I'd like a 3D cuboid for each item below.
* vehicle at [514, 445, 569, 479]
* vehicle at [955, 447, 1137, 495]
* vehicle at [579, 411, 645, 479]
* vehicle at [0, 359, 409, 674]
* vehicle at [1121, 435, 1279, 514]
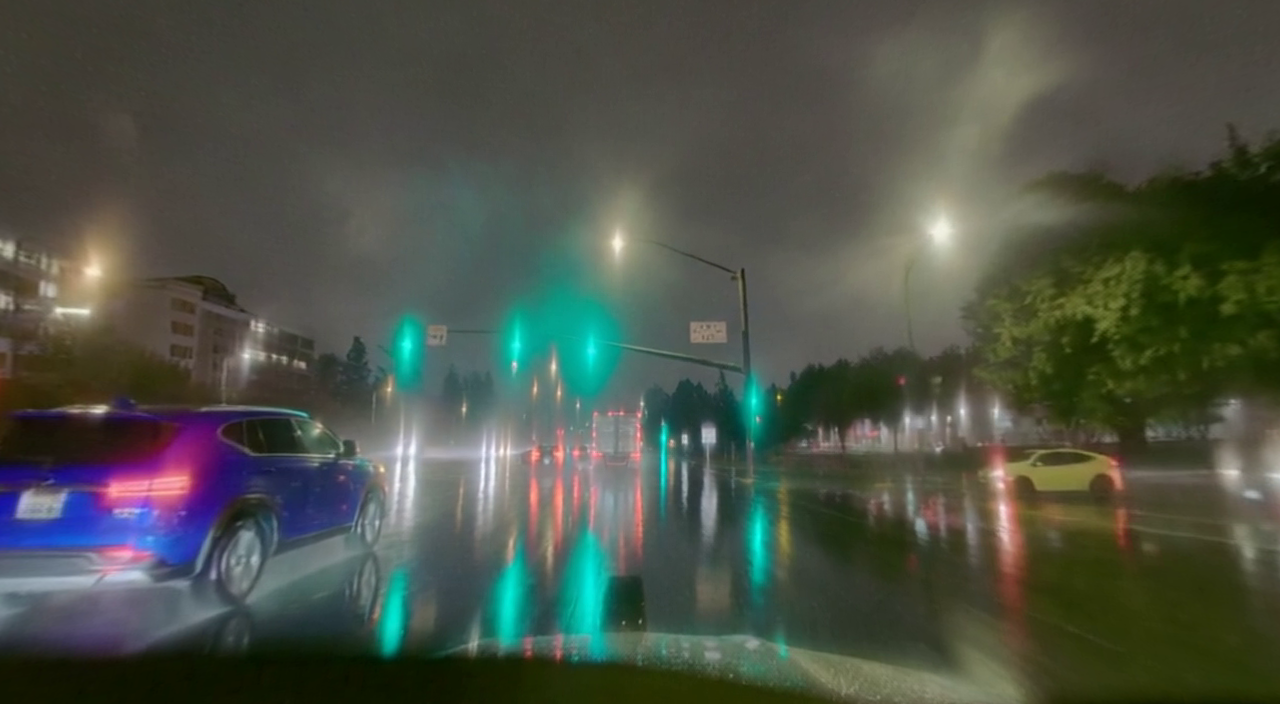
[{"bbox_3d":[-4.629,5.237,30.140,2.023,1.483,4.143,0,-9,-1],"label":"vehicle"},{"bbox_3d":[13.743,4.042,21.498,4.807,1.530,2.066,0,-9,-2],"label":"vehicle"},{"bbox_3d":[-1.312,4.713,31.700,2.993,3.051,6.692,0,-9,-1],"label":"vehicle"},{"bbox_3d":[-4.272,1.314,6.172,2.178,1.826,4.933,0,-9,-1],"label":"vehicle"},{"bbox_3d":[14.395,2.834,14.797,4.372,1.694,2.107,0,-9,-2],"label":"vehicle"}]
